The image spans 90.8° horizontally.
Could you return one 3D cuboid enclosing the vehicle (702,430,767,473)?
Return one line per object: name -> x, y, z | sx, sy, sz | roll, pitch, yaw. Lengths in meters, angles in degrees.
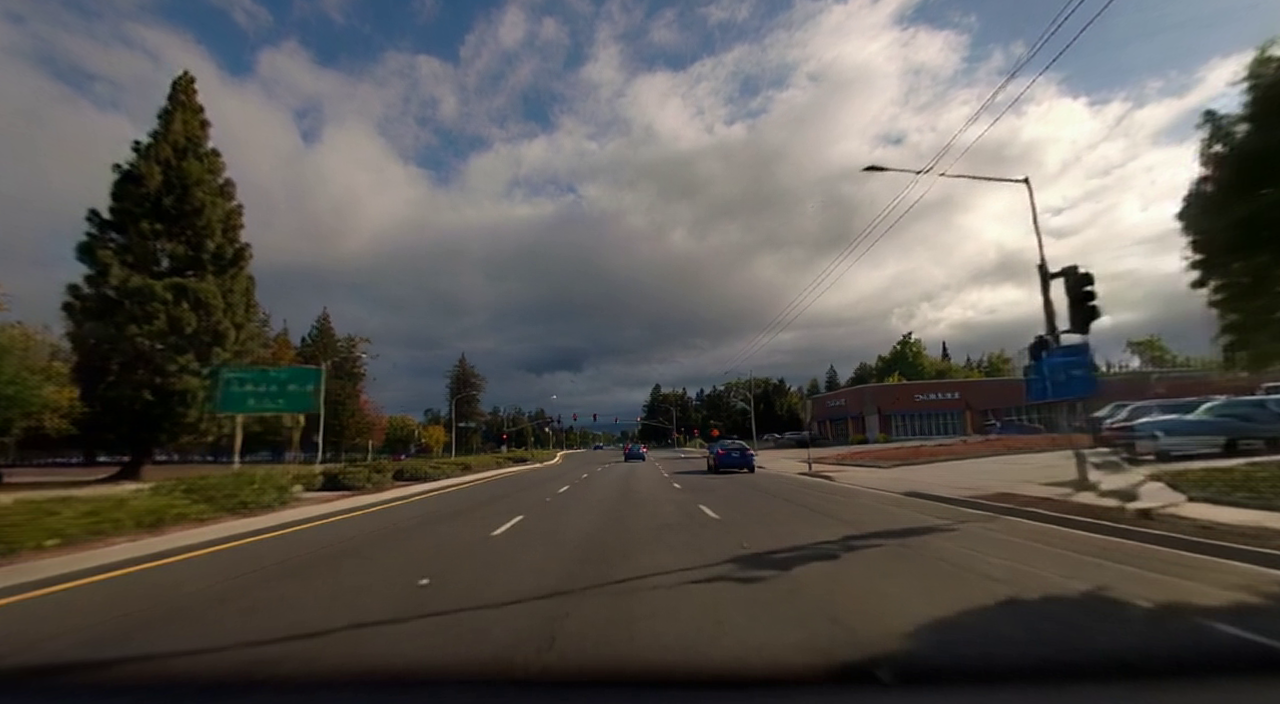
vehicle -> 4.735, 5.112, 32.728 | 2.476, 2.016, 5.586 | 0, -8, 0
